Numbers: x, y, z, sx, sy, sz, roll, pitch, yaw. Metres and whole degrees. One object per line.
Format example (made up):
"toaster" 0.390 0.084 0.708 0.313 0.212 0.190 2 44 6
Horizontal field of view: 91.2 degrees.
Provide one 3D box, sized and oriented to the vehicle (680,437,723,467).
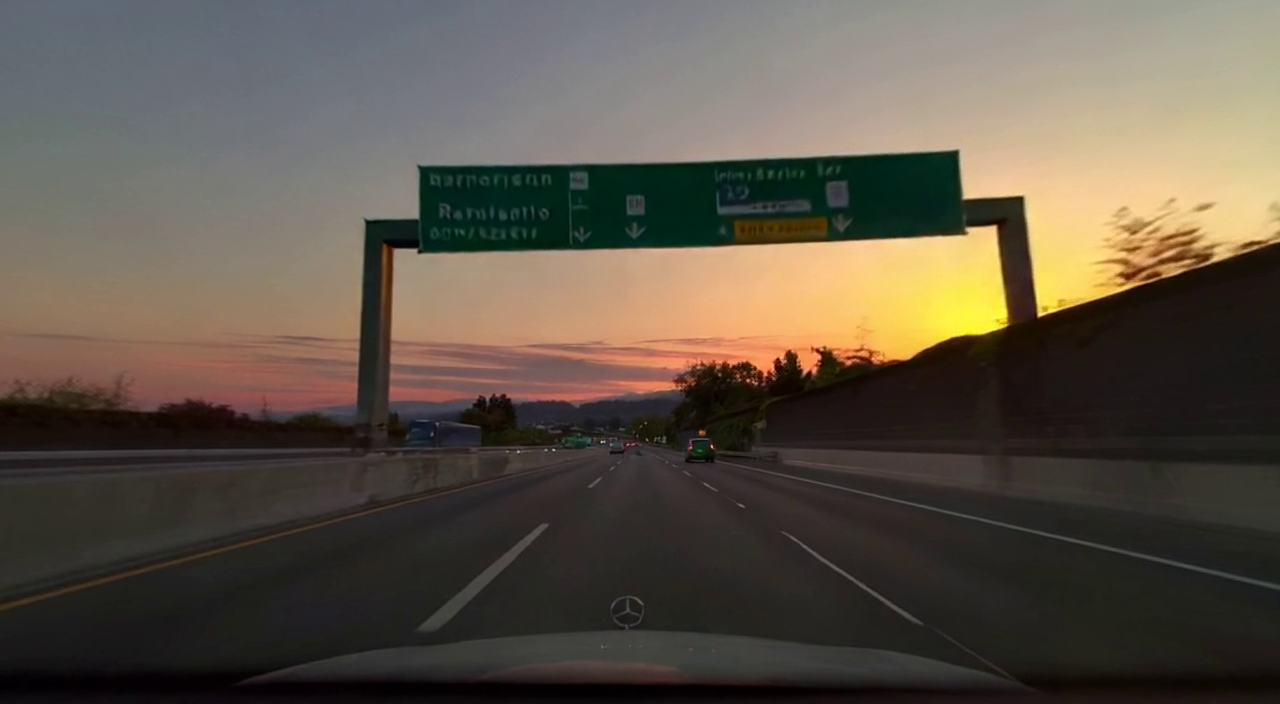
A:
"vehicle" 3.633 6.028 37.824 2.202 1.682 4.188 0 -8 0
